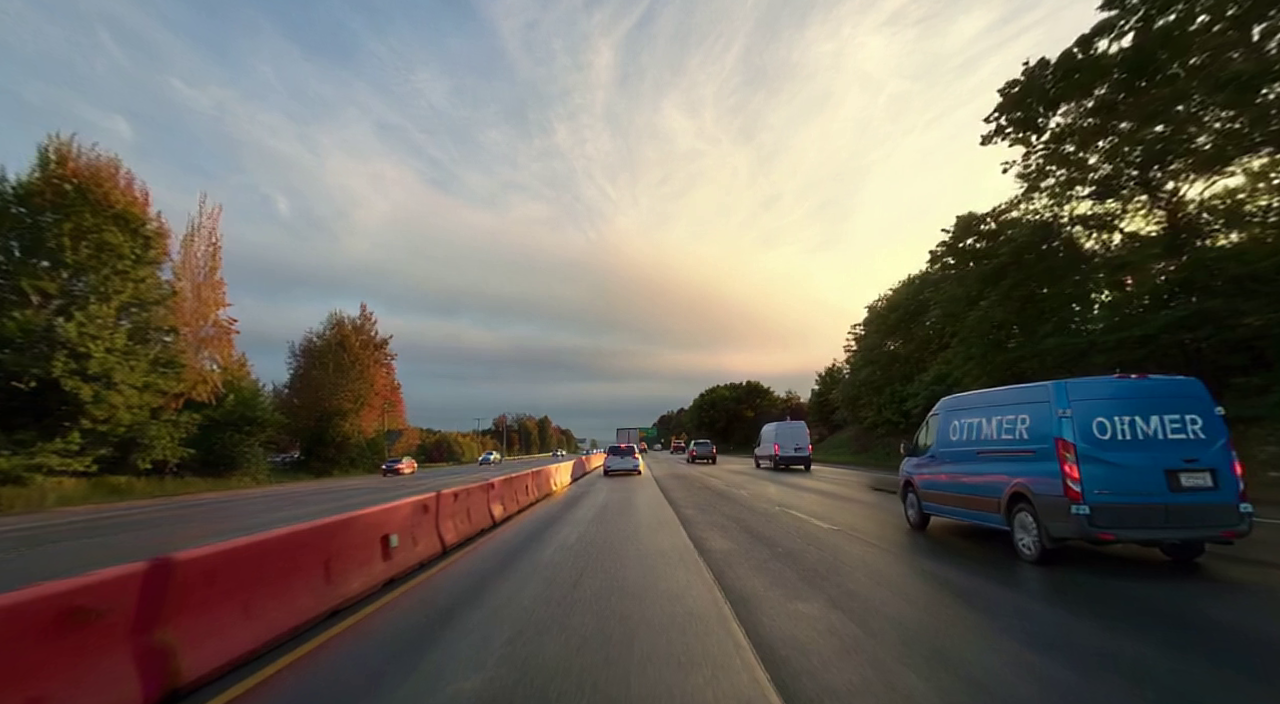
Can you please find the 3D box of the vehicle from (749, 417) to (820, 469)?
[{"bbox_3d":[7.949,5.104,35.230,2.385,2.635,5.633,0,-8,-2],"label":"vehicle"}]

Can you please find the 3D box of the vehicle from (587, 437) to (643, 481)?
[{"bbox_3d":[-0.985,4.280,25.526,2.100,1.636,3.620,0,-8,-2],"label":"vehicle"}]

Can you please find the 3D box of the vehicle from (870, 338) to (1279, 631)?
[{"bbox_3d":[4.747,1.263,6.987,2.223,2.008,5.121,0,-8,-2],"label":"vehicle"}]

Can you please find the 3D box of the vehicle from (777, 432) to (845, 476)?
[{"bbox_3d":[8.135,4.872,30.292,2.255,1.960,3.229,0,-8,-1],"label":"vehicle"}]
